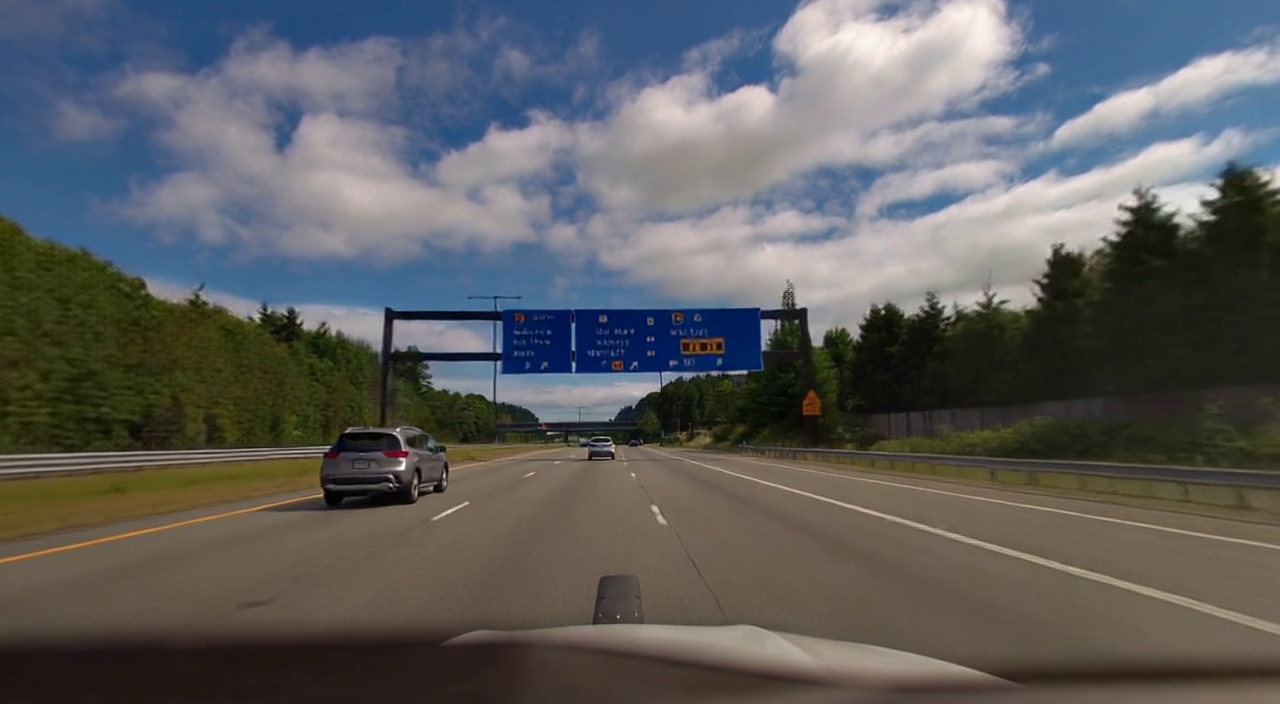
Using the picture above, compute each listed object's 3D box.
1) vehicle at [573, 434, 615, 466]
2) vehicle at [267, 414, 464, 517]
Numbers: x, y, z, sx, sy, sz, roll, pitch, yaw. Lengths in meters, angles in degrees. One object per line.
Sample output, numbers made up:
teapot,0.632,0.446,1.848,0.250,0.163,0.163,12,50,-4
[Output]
vehicle,-2.281,4.990,32.284,2.010,1.534,4.013,0,-8,-2
vehicle,-5.211,2.200,12.787,2.111,1.689,4.505,0,-8,-2
